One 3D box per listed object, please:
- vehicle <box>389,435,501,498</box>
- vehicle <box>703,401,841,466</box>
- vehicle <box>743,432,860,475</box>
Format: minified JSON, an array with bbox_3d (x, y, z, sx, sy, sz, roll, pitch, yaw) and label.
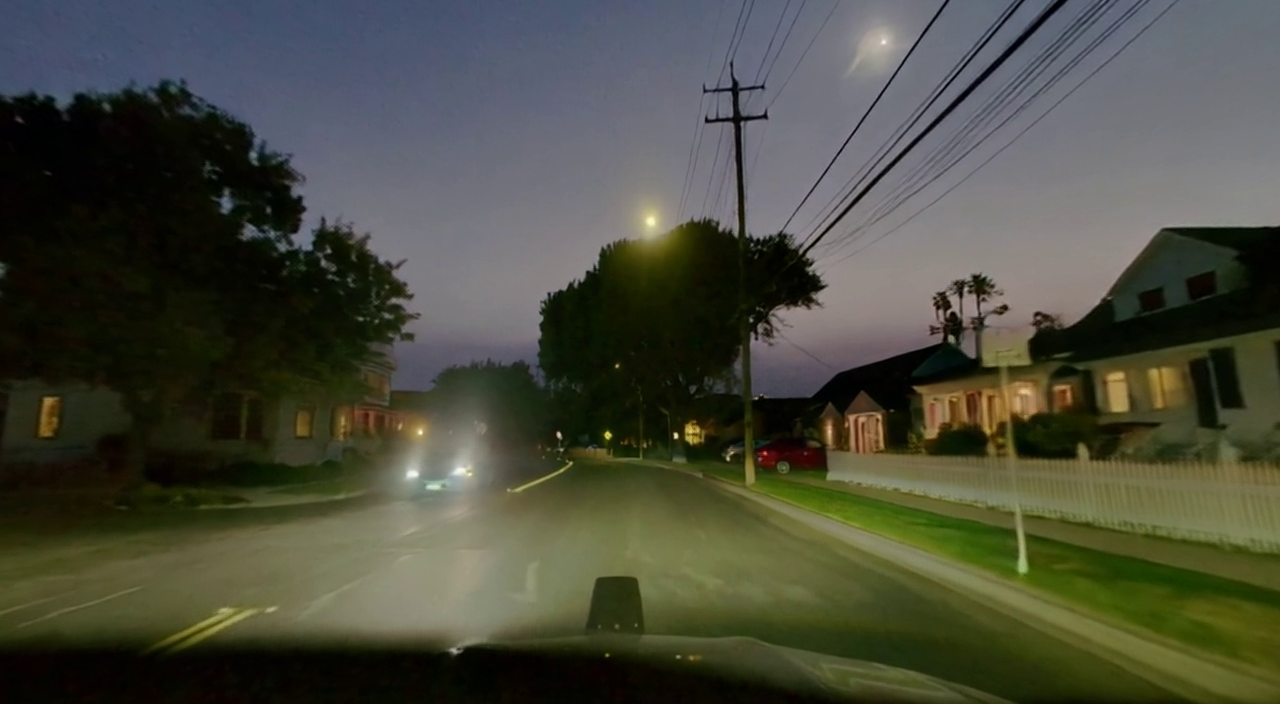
[{"bbox_3d":[-5.231,3.092,17.604,1.892,1.501,4.335,0,-8,-2],"label":"vehicle"},{"bbox_3d":[7.496,4.705,36.338,7.115,3.010,2.378,-4,-9,-8],"label":"vehicle"},{"bbox_3d":[6.842,4.346,27.144,4.412,1.565,1.957,-3,-8,-2],"label":"vehicle"}]
